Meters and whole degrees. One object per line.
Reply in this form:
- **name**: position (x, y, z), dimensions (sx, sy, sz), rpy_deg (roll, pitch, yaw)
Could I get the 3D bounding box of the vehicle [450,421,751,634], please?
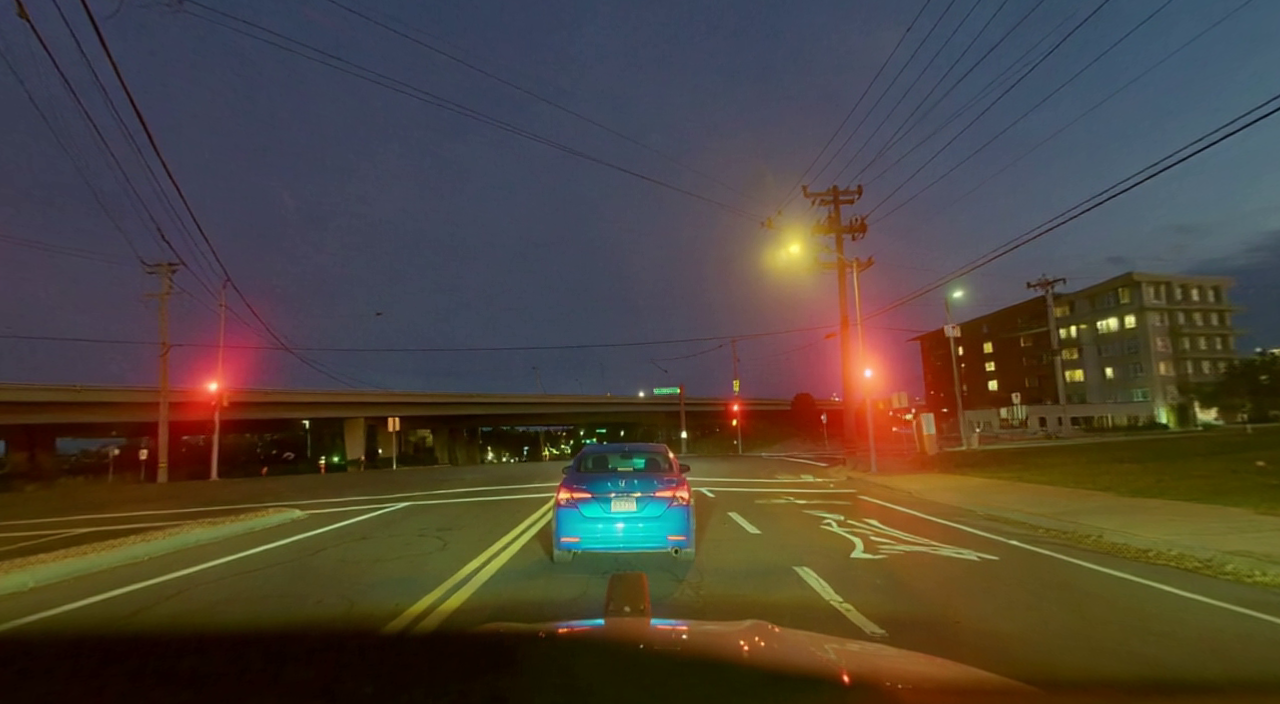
- **vehicle**: position (-0.236, 1.530, 6.463), dimensions (2.090, 1.458, 4.033), rpy_deg (-1, -9, 1)
